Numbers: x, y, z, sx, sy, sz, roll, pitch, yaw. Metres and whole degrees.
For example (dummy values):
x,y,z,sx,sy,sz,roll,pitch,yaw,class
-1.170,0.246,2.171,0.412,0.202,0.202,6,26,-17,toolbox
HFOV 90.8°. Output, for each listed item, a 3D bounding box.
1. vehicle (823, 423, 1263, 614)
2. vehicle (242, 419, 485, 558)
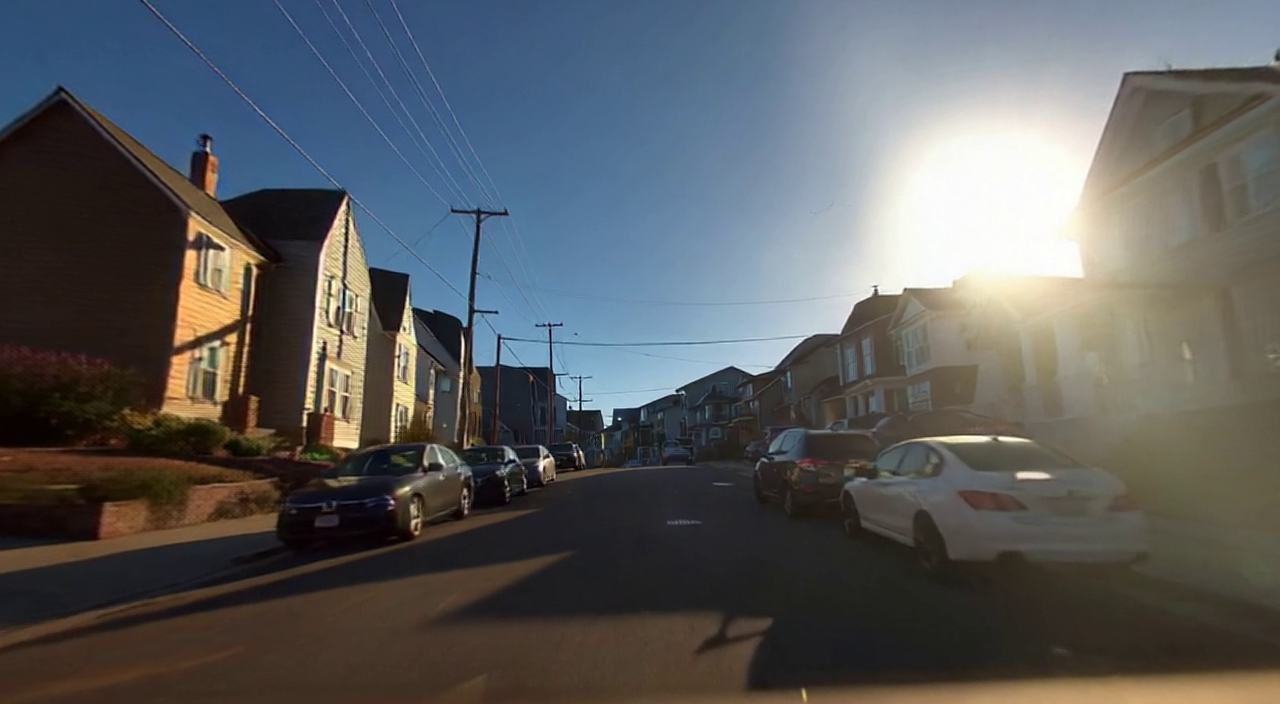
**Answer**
x,y,z,sx,sy,sz,roll,pitch,yaw,class
3.658,1.584,7.037,2.083,1.407,4.506,0,-9,3,vehicle
-4.198,2.187,10.671,2.031,1.708,4.746,-2,-10,-1,vehicle
